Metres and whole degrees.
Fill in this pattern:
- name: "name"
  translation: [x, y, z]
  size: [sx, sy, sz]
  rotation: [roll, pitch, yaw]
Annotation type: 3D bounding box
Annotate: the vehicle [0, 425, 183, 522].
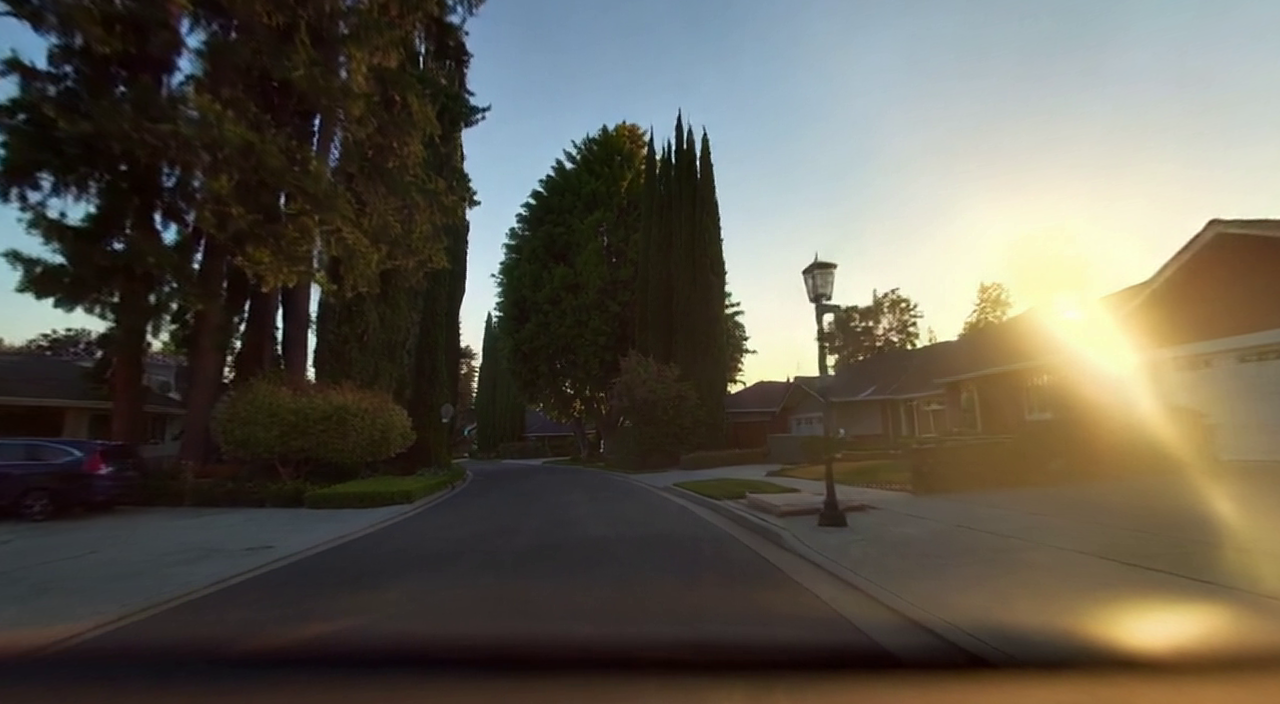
- name: "vehicle"
  translation: [-11.552, 2.222, 11.811]
  size: [4.471, 1.638, 1.877]
  rotation: [0, -8, 1]
